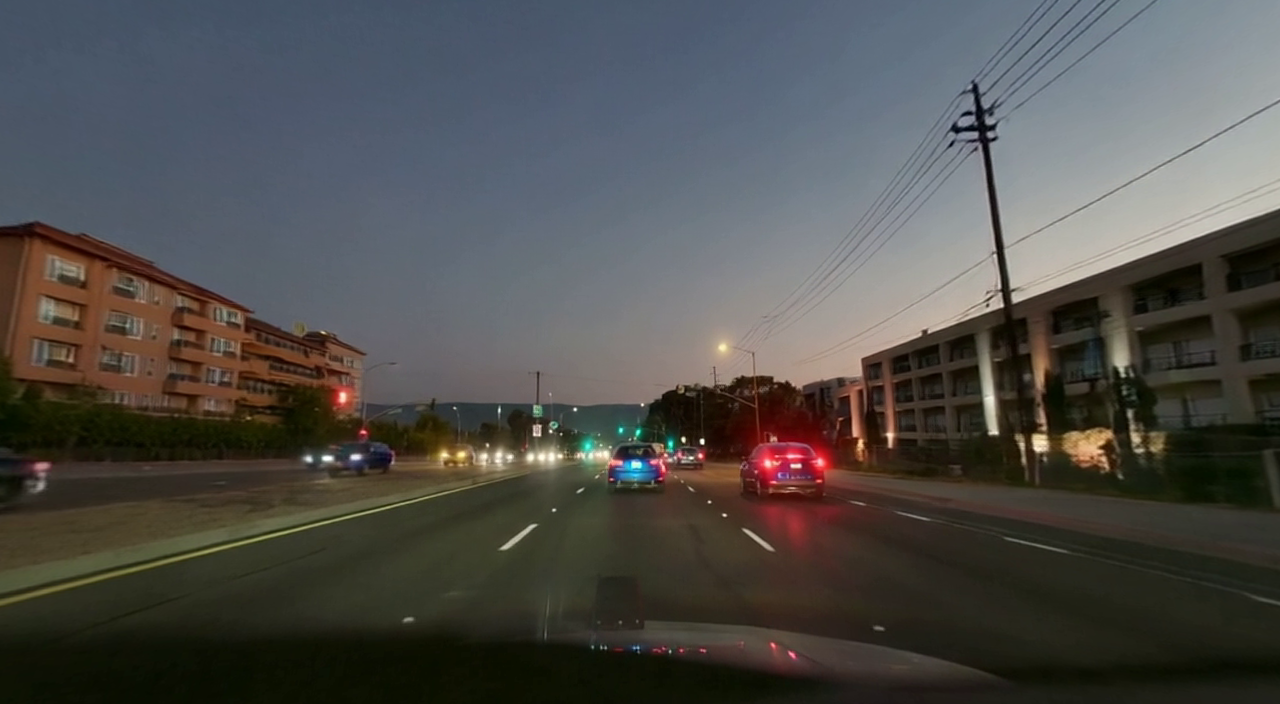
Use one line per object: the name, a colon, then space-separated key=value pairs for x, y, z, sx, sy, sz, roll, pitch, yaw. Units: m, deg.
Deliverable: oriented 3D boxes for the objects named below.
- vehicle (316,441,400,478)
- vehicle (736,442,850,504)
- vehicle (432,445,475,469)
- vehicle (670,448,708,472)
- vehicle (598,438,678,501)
vehicle: x=-13.625 y=5.192 z=30.864 sx=1.982 sy=1.639 sz=4.553 roll=0 pitch=-8 yaw=0
vehicle: x=4.199 y=3.387 z=18.140 sx=2.086 sy=1.534 sz=4.351 roll=0 pitch=-8 yaw=-1
vehicle: x=-14.388 y=8.104 z=49.082 sx=2.064 sy=1.745 sz=4.495 roll=0 pitch=-8 yaw=-1
vehicle: x=3.147 y=7.044 z=41.545 sx=2.054 sy=1.461 sz=4.321 roll=0 pitch=-8 yaw=-1
vehicle: x=-0.093 y=3.369 z=18.539 sx=2.073 sy=1.606 sz=3.933 roll=0 pitch=-8 yaw=-1
